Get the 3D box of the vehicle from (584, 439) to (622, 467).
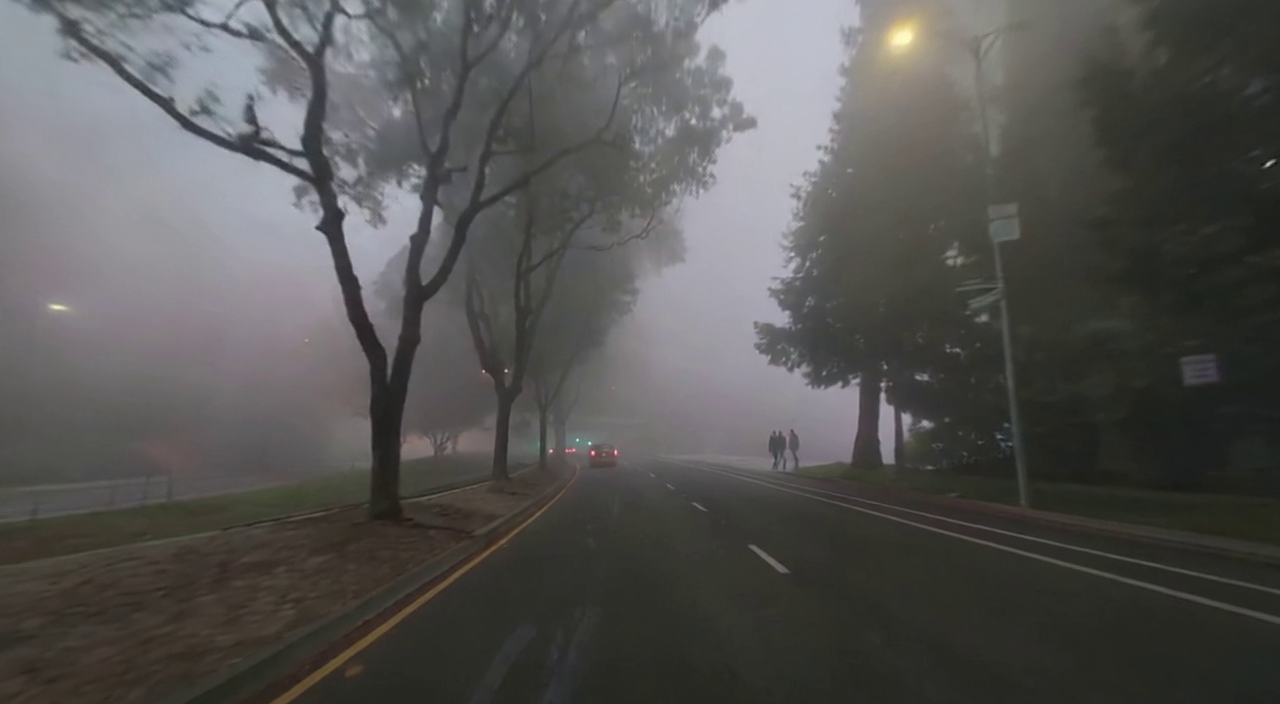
[{"bbox_3d":[-2.504,6.660,41.776,2.184,1.713,4.231,1,-9,-7],"label":"vehicle"}]
